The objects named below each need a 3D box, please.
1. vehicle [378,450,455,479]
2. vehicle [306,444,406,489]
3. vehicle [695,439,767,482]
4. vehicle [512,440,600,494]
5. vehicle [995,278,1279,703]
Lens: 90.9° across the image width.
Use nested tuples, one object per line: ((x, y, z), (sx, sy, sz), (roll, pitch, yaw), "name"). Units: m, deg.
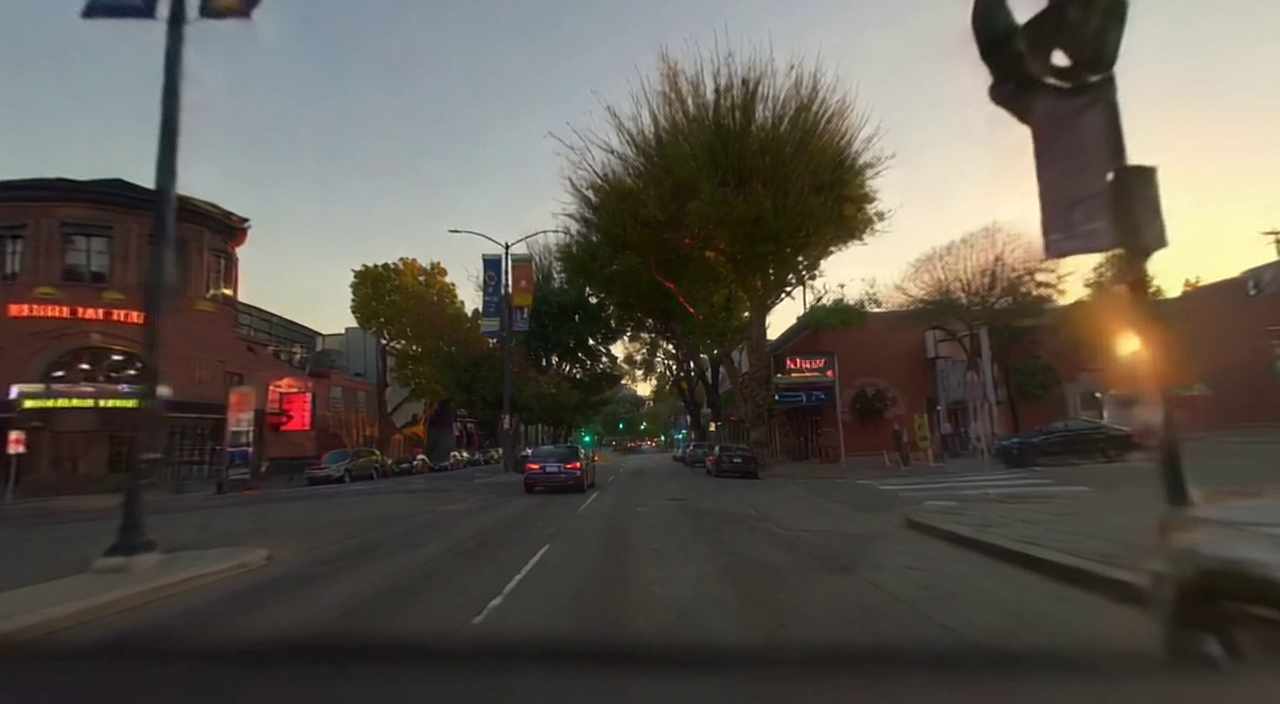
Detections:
((-12.381, 6.143, 34.802), (4.305, 1.463, 2.020), (-7, -11, 39), "vehicle")
((-12.316, 4.850, 27.199), (4.737, 1.741, 2.092), (-8, -11, 41), "vehicle")
((3.346, 4.100, 24.137), (1.950, 1.462, 4.807), (0, -8, -1), "vehicle")
((-2.421, 3.444, 19.350), (2.030, 1.436, 4.388), (0, -8, 1), "vehicle")
((3.125, 0.488, 0.723), (2.286, 1.777, 5.366), (0, -8, 0), "vehicle")
